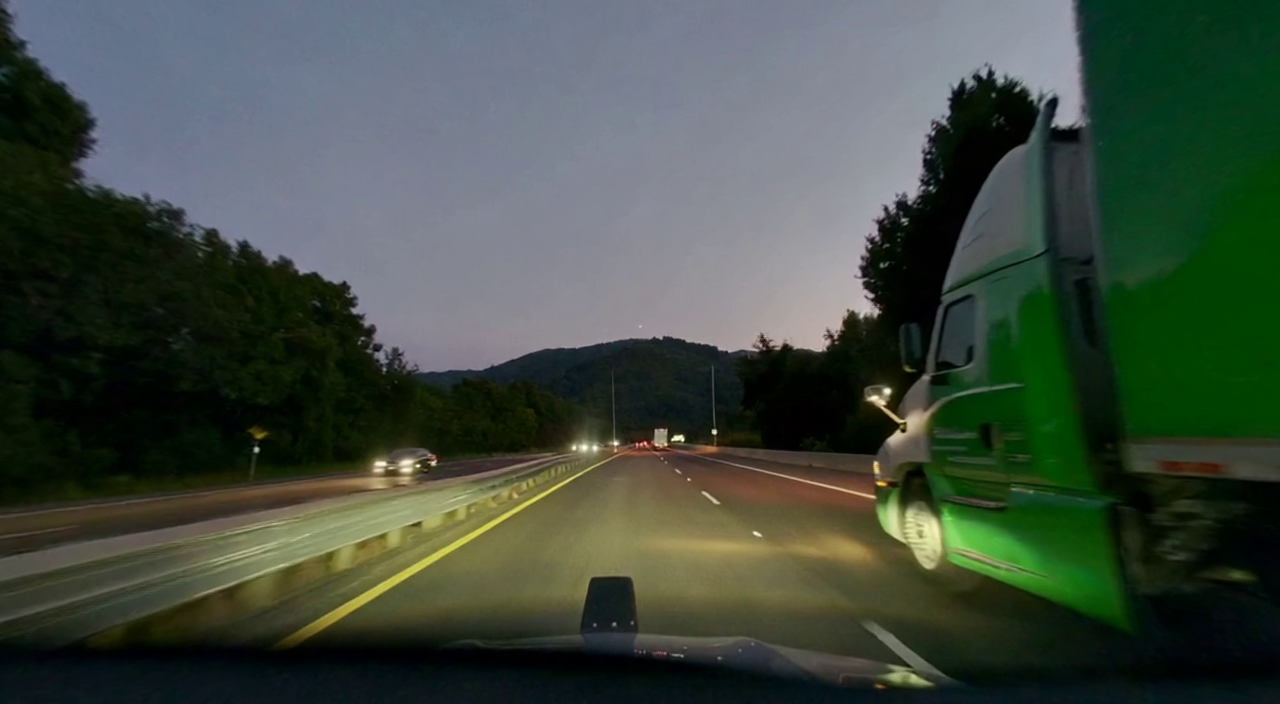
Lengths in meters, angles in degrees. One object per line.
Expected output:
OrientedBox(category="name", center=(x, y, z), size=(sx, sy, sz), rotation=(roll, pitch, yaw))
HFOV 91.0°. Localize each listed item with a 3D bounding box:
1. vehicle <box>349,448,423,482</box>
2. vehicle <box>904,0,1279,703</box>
OrientedBox(category="vehicle", center=(-12.462, 5.548, 31.219), size=(1.943, 1.482, 4.376), rotation=(0, -8, -1))
OrientedBox(category="vehicle", center=(4.142, -0.300, 2.816), size=(2.981, 4.058, 6.276), rotation=(0, -8, -1))
